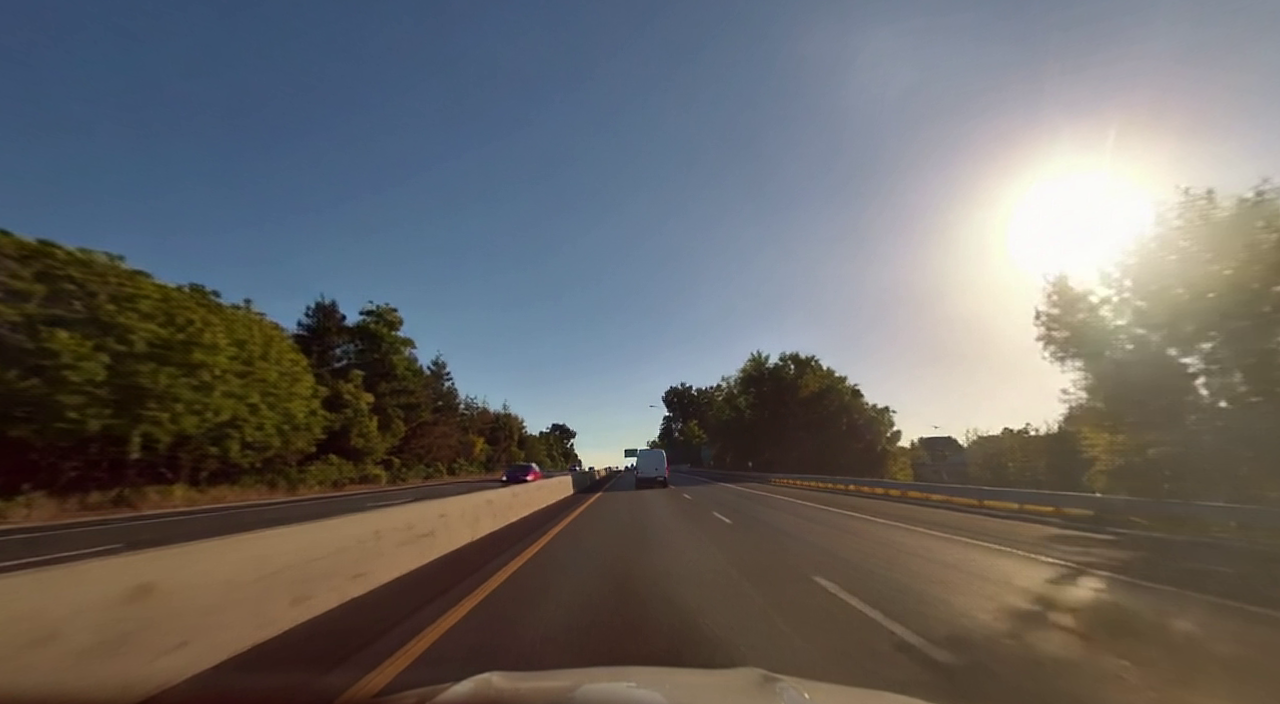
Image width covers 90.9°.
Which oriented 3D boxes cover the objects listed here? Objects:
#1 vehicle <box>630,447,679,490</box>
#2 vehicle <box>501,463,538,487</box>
[{"bbox_3d":[0.745,6.454,34.944,2.429,2.167,4.558,1,-10,-2],"label":"vehicle"},{"bbox_3d":[-8.466,8.708,44.614,1.856,1.540,3.882,1,-10,0],"label":"vehicle"}]
